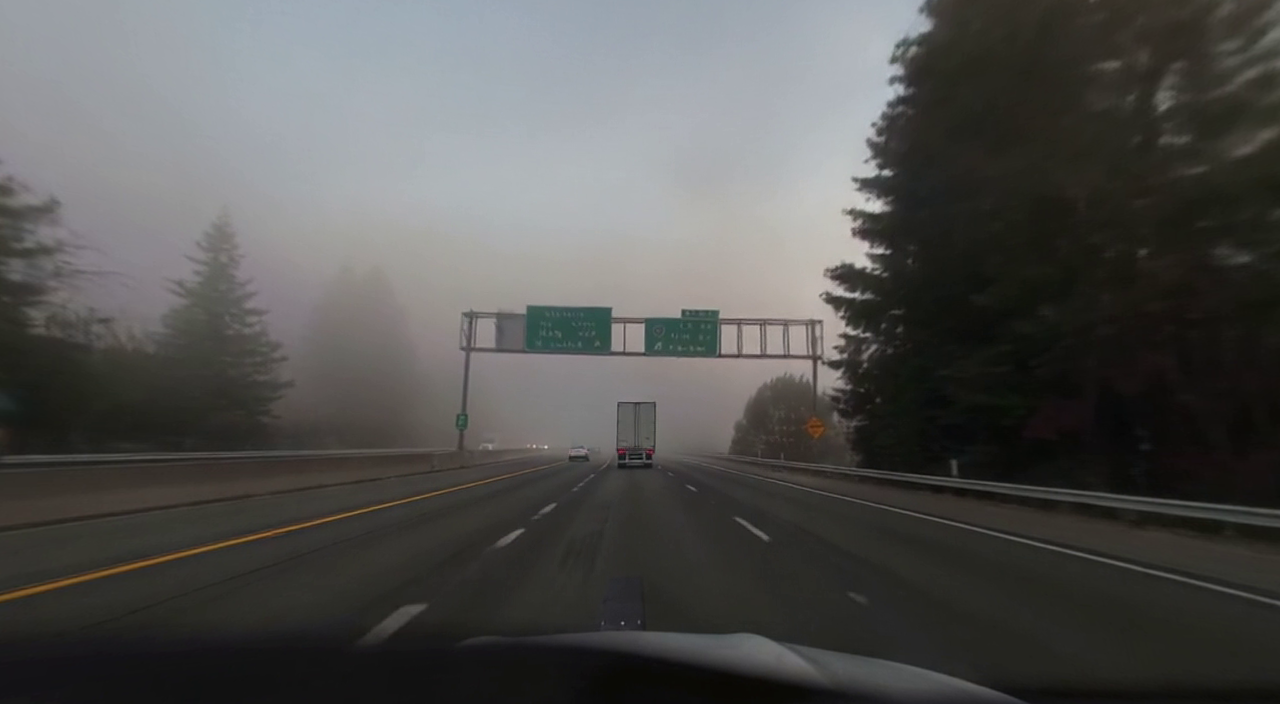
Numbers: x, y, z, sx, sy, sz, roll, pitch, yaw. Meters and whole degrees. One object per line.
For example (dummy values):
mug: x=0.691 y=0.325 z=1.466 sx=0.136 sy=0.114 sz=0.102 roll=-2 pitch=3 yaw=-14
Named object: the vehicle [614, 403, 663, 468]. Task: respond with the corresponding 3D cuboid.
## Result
vehicle: x=-0.265 y=5.869 z=43.541 sx=2.962 sy=3.953 sz=10.696 roll=0 pitch=-9 yaw=-2
